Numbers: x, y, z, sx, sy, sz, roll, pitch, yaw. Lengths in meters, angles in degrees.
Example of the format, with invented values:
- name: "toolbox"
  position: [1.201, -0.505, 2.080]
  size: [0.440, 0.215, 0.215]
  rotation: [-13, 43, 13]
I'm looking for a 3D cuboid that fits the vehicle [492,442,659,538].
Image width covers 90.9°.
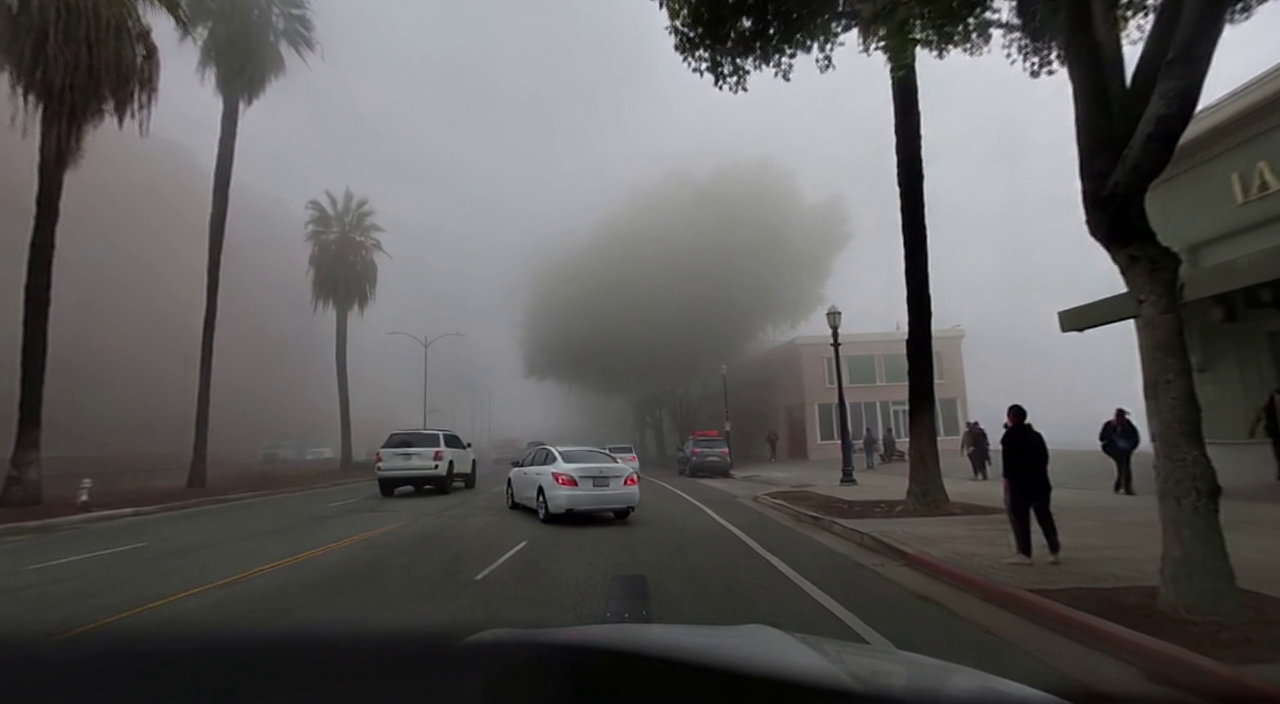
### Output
- name: "vehicle"
  position: [-1.490, 2.532, 12.372]
  size: [1.930, 1.477, 4.657]
  rotation: [3, -9, -23]

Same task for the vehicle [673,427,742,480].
- name: "vehicle"
  position: [2.976, 4.657, 29.136]
  size: [2.126, 2.167, 5.098]
  rotation: [1, -9, -6]

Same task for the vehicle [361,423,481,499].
- name: "vehicle"
  position: [-6.630, 3.366, 19.864]
  size: [2.164, 2.047, 5.455]
  rotation: [0, -9, -4]
